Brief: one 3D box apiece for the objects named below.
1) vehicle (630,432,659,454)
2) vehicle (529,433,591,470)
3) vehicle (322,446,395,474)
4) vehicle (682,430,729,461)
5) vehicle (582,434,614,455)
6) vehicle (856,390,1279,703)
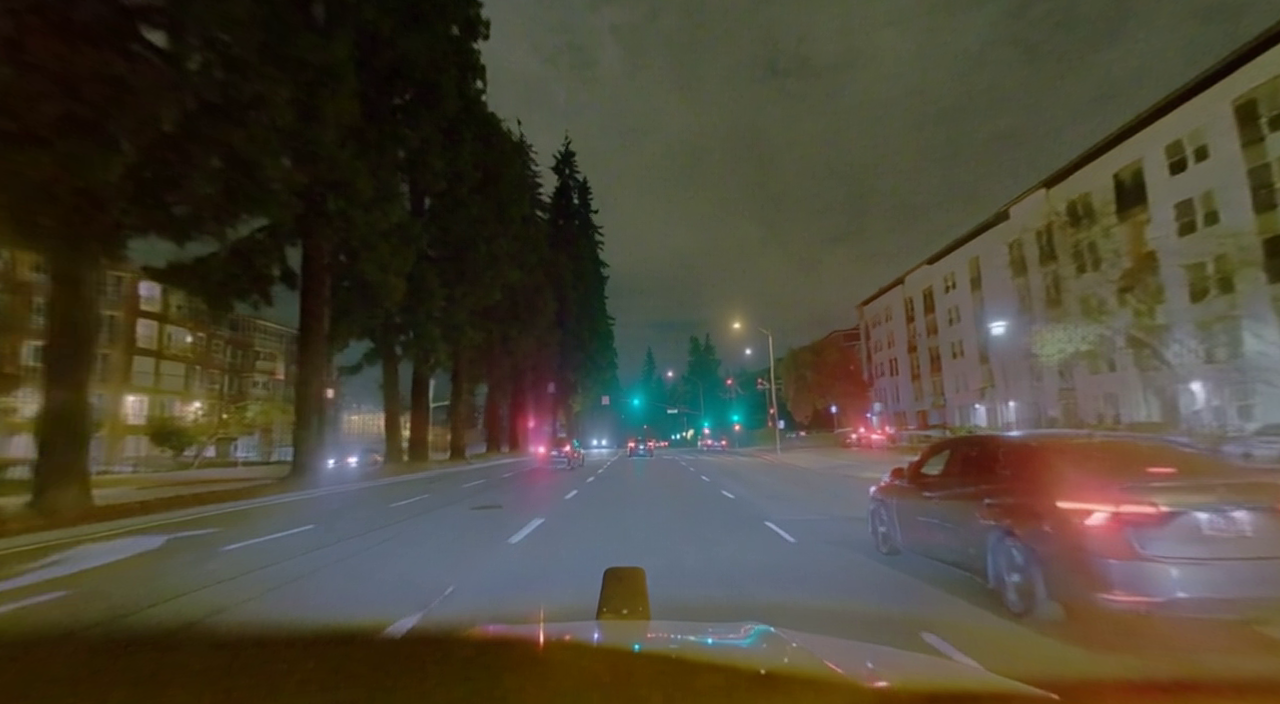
[{"bbox_3d":[0.335,7.013,48.598,2.110,1.662,4.262,0,-8,0],"label":"vehicle"},{"bbox_3d":[-3.462,4.416,28.152,2.049,1.485,4.656,0,-8,2],"label":"vehicle"},{"bbox_3d":[-15.612,5.998,35.233,1.901,1.438,4.557,0,-8,1],"label":"vehicle"},{"bbox_3d":[3.600,5.249,35.450,2.137,1.646,4.488,0,-8,-1],"label":"vehicle"},{"bbox_3d":[-3.145,7.096,48.328,1.997,1.479,4.547,0,-8,2],"label":"vehicle"},{"bbox_3d":[3.688,1.266,5.321,2.128,1.502,4.572,0,-8,1],"label":"vehicle"}]
